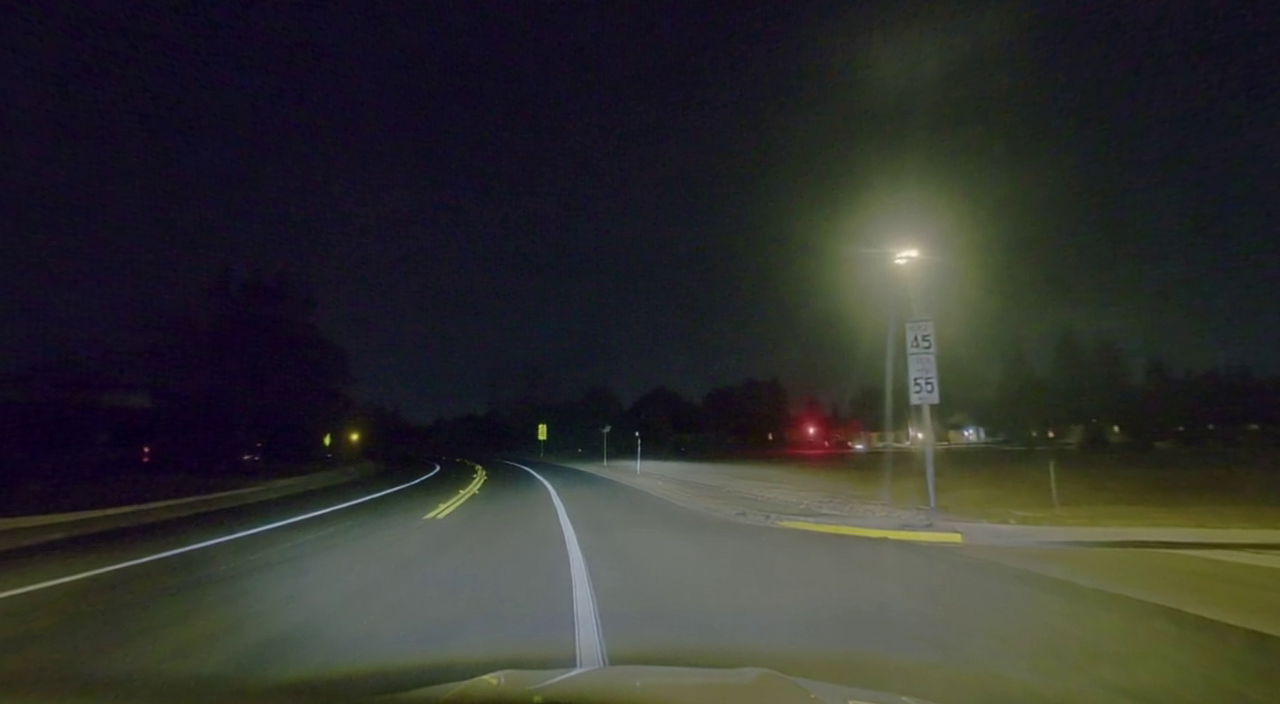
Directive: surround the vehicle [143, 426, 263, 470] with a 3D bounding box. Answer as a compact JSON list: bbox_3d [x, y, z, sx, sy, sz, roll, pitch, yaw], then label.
[{"bbox_3d":[-21.231,4.645,30.675,4.699,1.996,2.116,-2,-9,14],"label":"vehicle"}]
